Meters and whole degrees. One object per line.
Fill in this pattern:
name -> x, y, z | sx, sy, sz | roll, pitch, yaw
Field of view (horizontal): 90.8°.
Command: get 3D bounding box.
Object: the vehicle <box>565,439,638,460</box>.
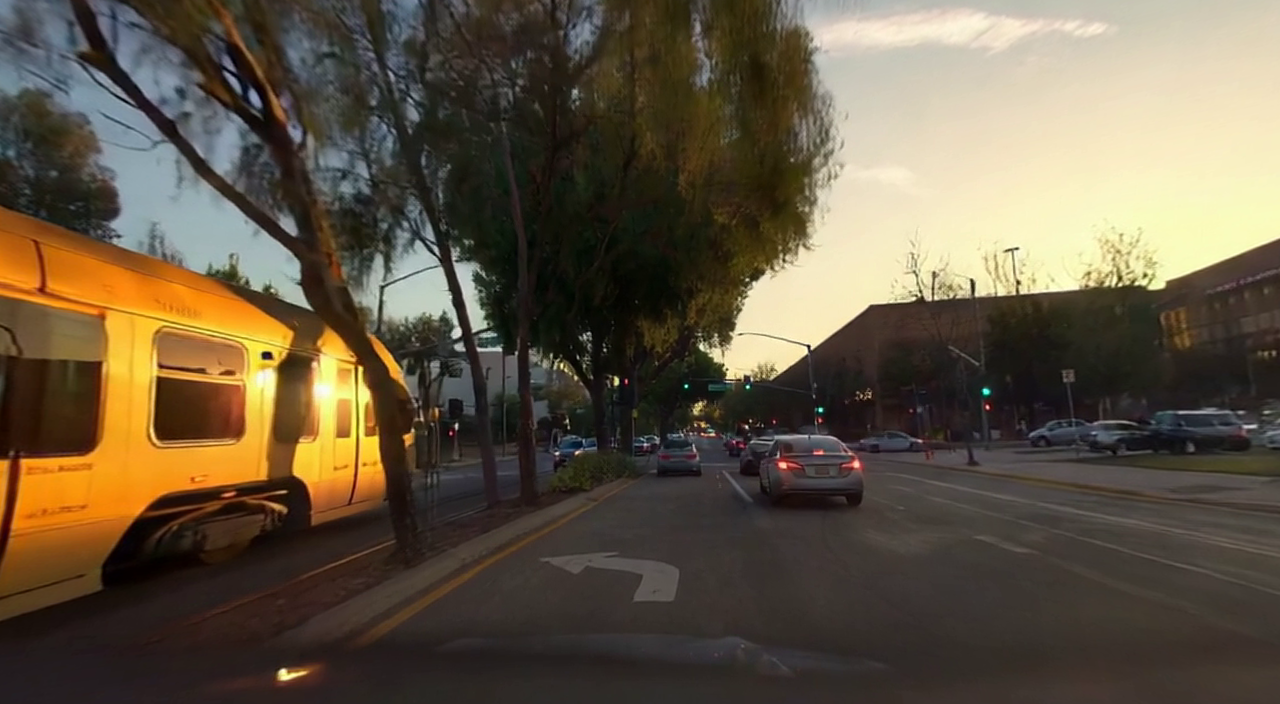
vehicle -> -2.713, 6.977, 45.247 | 4.941, 1.473, 1.885 | -1, -8, 6

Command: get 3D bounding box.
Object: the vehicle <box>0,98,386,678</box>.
vehicle -> -5.752, -0.016, 2.262 | 2.897, 3.700, 13.528 | -1, -8, 6

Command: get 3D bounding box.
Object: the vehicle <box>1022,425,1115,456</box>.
vehicle -> 21.102, 4.394, 31.349 | 1.796, 1.434, 4.504 | -1, -8, 5

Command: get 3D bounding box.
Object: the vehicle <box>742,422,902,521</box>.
vehicle -> 3.114, 2.138, 11.833 | 2.002, 1.471, 4.337 | -1, -8, 4

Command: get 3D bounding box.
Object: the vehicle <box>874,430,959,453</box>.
vehicle -> 18.206, 5.900, 41.710 | 4.701, 1.455, 1.805 | 0, -8, 1

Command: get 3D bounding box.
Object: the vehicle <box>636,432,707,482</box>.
vehicle -> 1.120, 3.430, 20.892 | 2.118, 1.478, 4.076 | -1, -8, 5

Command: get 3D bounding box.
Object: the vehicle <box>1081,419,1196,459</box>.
vehicle -> 20.641, 3.640, 26.380 | 1.831, 1.545, 3.872 | -1, -8, 5
